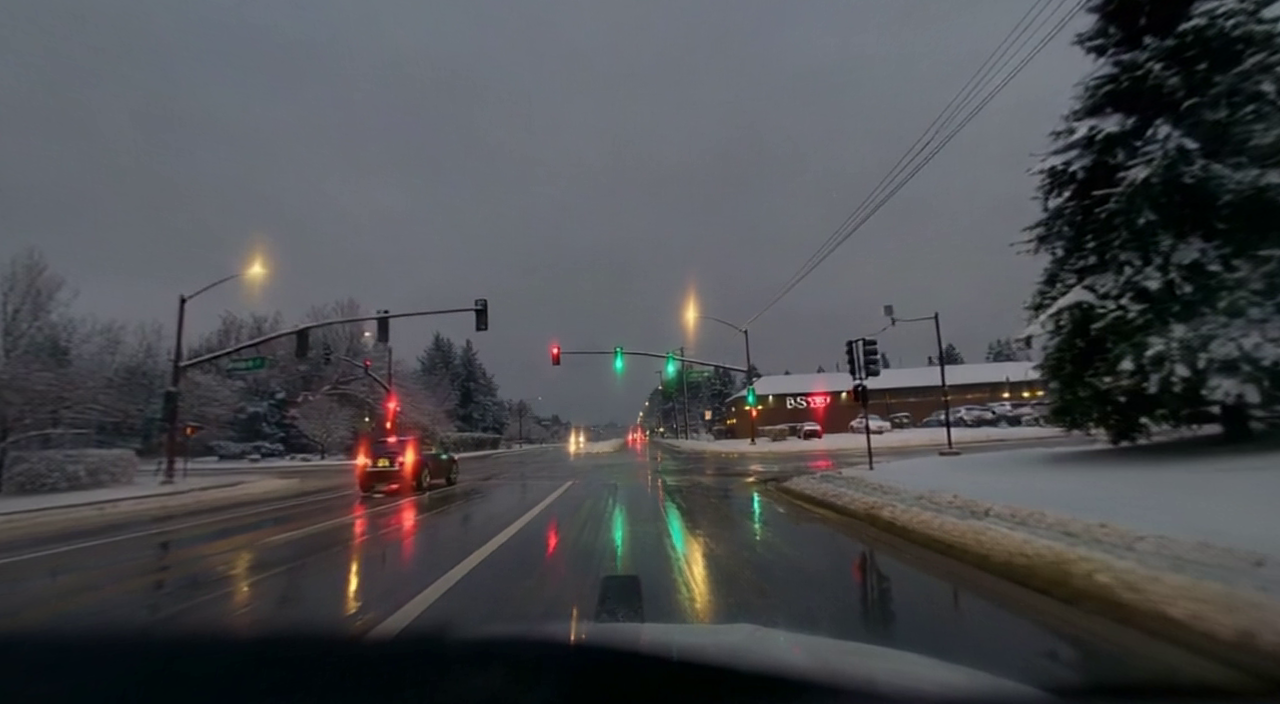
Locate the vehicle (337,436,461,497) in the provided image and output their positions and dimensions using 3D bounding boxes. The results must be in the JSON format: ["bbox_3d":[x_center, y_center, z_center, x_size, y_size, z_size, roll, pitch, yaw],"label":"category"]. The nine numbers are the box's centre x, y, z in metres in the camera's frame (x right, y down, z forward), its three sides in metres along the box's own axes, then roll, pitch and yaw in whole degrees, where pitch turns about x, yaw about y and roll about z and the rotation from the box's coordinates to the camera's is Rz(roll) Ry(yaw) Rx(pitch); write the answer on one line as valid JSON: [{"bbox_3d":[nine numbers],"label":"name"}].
[{"bbox_3d":[-6.493,3.103,17.583,1.928,1.451,4.219,0,-8,-2],"label":"vehicle"}]

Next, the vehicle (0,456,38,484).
[{"bbox_3d":[-43.573,8.119,43.624,2.020,1.784,4.391,5,-10,-34],"label":"vehicle"}]

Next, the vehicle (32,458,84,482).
[{"bbox_3d":[-40.521,8.203,44.072,1.906,1.496,4.381,5,-10,-34],"label":"vehicle"}]

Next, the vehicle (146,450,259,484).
[{"bbox_3d":[-23.801,6.266,34.467,4.722,1.741,2.142,-1,-8,6],"label":"vehicle"}]
